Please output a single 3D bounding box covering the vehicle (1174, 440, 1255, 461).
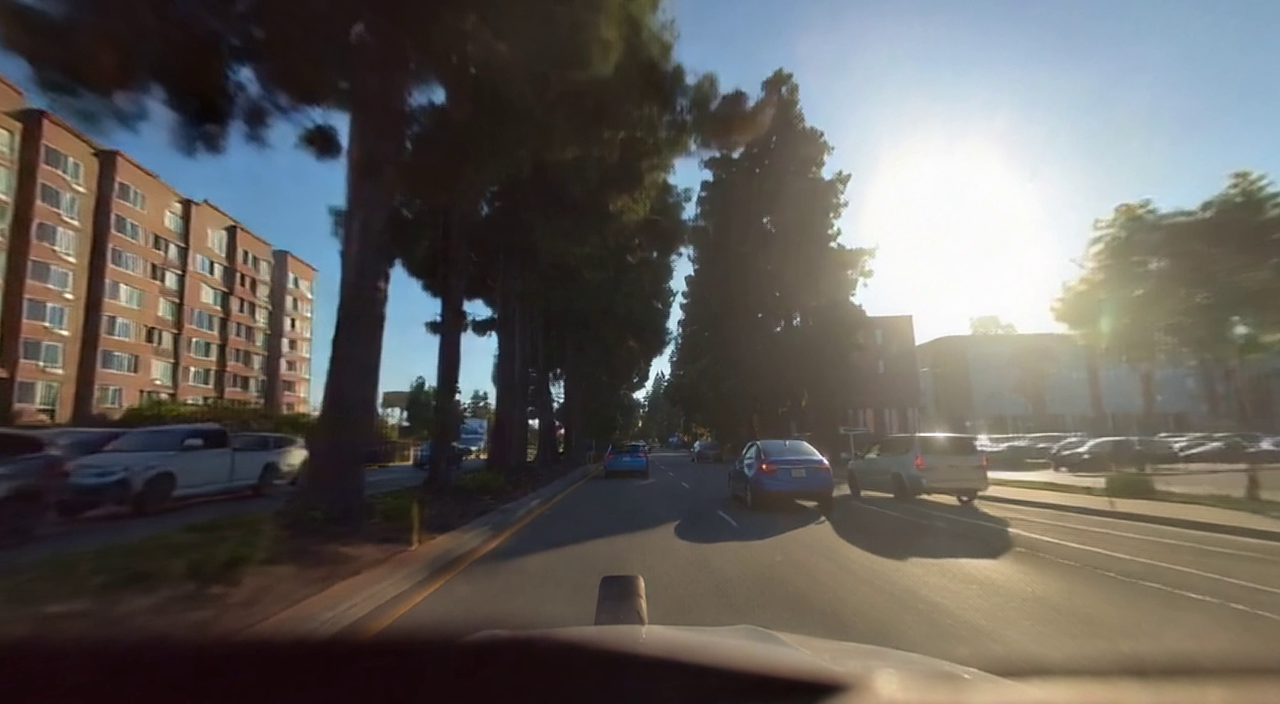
[{"bbox_3d":[42.402,7.280,46.782,1.907,1.464,4.298,0,-9,0],"label":"vehicle"}]

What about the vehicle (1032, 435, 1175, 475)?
[{"bbox_3d":[20.601,4.573,28.226,4.697,1.691,2.106,0,-9,-1],"label":"vehicle"}]

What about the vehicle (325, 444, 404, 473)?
[{"bbox_3d":[-16.379,6.355,38.002,2.115,1.621,5.840,0,-9,0],"label":"vehicle"}]

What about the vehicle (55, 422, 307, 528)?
[{"bbox_3d":[-9.032,2.431,13.080,1.927,1.788,4.541,0,-9,-3],"label":"vehicle"}]

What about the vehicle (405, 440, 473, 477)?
[{"bbox_3d":[-9.424,5.046,30.036,1.953,1.612,4.204,0,-9,-2],"label":"vehicle"}]

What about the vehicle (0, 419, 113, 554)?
[{"bbox_3d":[-8.954,1.610,7.263,2.019,1.668,4.433,-1,-8,-1],"label":"vehicle"}]

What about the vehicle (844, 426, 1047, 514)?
[{"bbox_3d":[7.128,2.817,15.652,2.224,1.772,5.325,0,-9,-2],"label":"vehicle"}]

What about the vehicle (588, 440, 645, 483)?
[{"bbox_3d":[-0.825,4.102,23.876,1.994,1.479,3.647,0,-9,0],"label":"vehicle"}]

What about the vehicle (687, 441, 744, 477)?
[{"bbox_3d":[3.280,4.729,28.208,1.908,1.453,4.230,0,-9,-2],"label":"vehicle"}]

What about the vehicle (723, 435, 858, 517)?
[{"bbox_3d":[3.043,2.589,13.657,1.852,1.498,3.825,0,-9,-2],"label":"vehicle"}]
